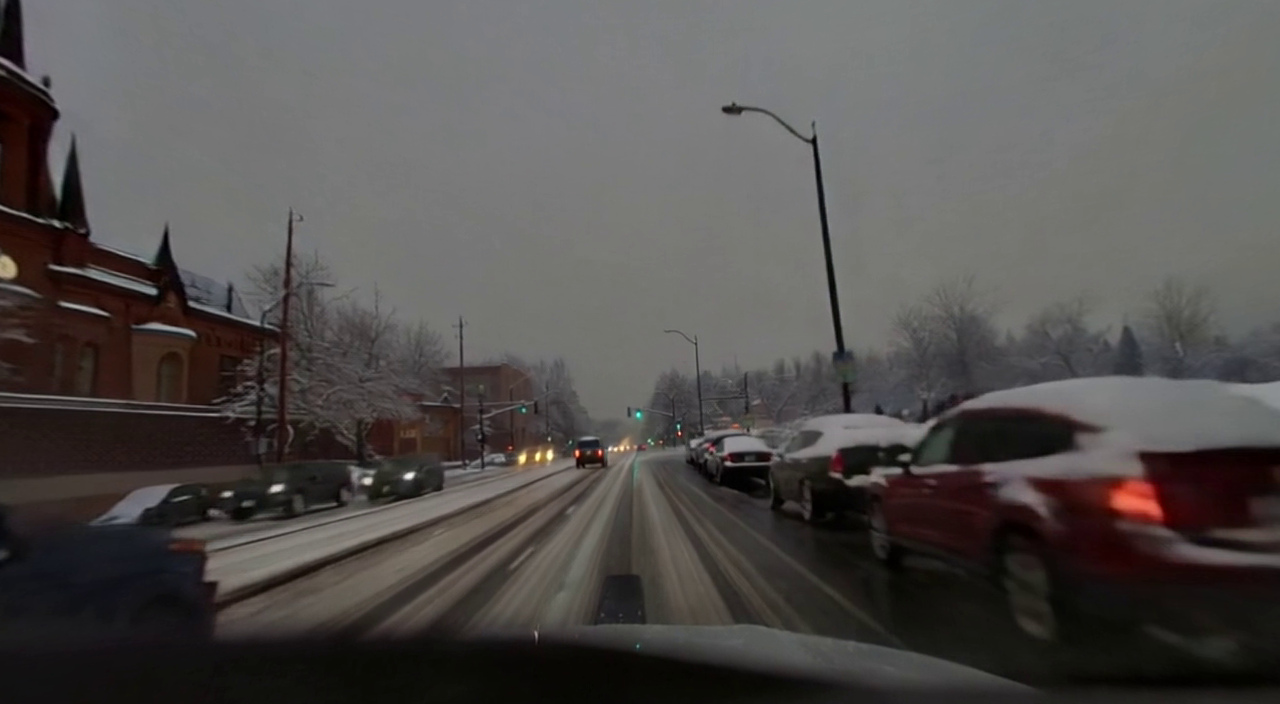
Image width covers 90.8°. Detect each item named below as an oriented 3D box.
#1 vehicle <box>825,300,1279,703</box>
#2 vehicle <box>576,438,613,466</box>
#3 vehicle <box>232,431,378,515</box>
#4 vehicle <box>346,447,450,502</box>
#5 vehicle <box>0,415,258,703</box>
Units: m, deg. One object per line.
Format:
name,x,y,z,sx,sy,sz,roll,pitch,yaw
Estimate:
vehicle,3.315,1.112,5.183,2.032,1.918,5.469,0,-8,1
vehicle,-3.257,7.296,46.232,2.293,1.936,4.737,-1,-8,0
vehicle,-12.296,4.429,23.844,2.410,2.733,5.630,0,-8,-1
vehicle,-8.962,4.511,23.871,2.078,1.810,4.568,-1,-8,0
vehicle,-3.270,0.875,1.276,2.089,1.547,4.635,0,-8,0
